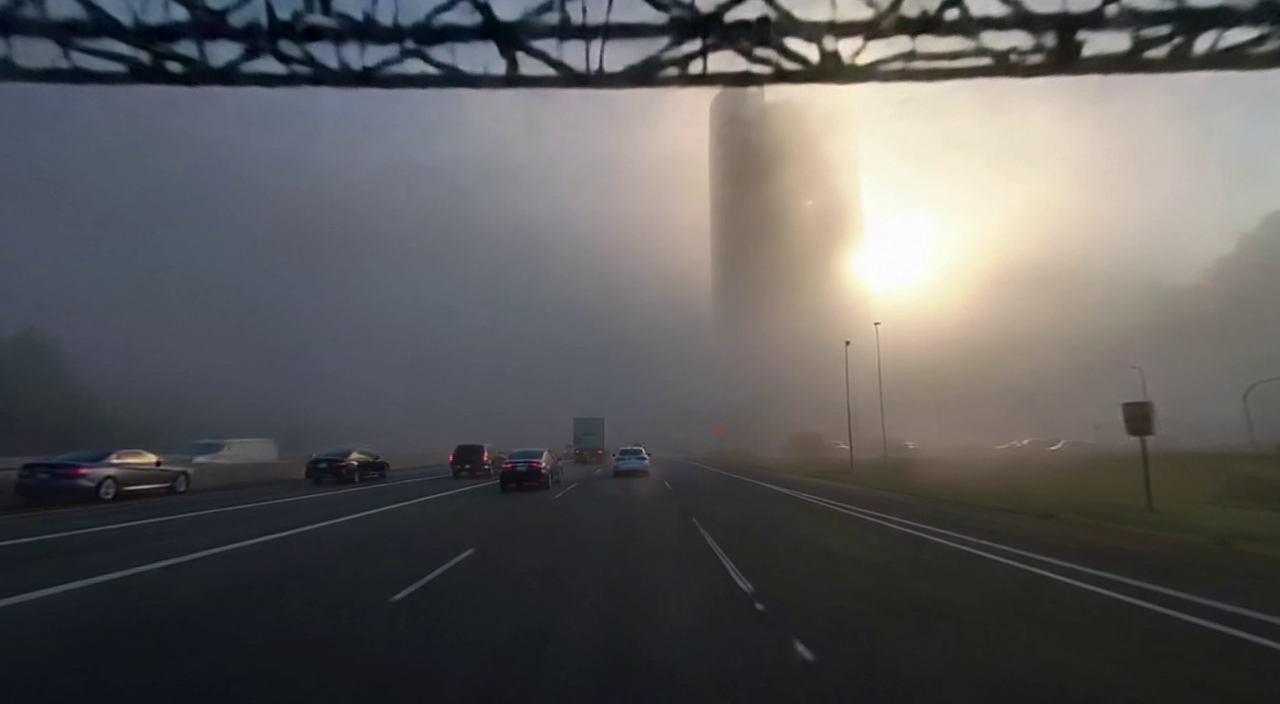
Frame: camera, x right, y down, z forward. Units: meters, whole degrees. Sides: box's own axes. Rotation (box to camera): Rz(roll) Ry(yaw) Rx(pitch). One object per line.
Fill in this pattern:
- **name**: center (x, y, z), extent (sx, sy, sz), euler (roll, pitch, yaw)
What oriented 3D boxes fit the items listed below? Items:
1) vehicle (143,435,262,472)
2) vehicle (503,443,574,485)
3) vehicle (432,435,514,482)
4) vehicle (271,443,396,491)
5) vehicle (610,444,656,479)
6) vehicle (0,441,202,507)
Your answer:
- **vehicle**: center (-23.215, 5.421, 33.811), extent (2.245, 1.759, 5.725), euler (0, -9, 1)
- **vehicle**: center (-3.895, 4.379, 24.898), extent (2.016, 1.497, 4.235), euler (0, -9, 1)
- **vehicle**: center (-7.142, 4.613, 27.537), extent (2.190, 1.821, 4.800), euler (0, -9, 1)
- **vehicle**: center (-10.666, 4.007, 22.399), extent (1.987, 1.495, 4.710), euler (0, -9, 1)
- **vehicle**: center (-0.286, 5.048, 29.289), extent (1.991, 1.488, 3.922), euler (0, -9, 0)
- **vehicle**: center (-14.455, 3.168, 16.866), extent (1.948, 1.483, 4.814), euler (0, -9, 0)
